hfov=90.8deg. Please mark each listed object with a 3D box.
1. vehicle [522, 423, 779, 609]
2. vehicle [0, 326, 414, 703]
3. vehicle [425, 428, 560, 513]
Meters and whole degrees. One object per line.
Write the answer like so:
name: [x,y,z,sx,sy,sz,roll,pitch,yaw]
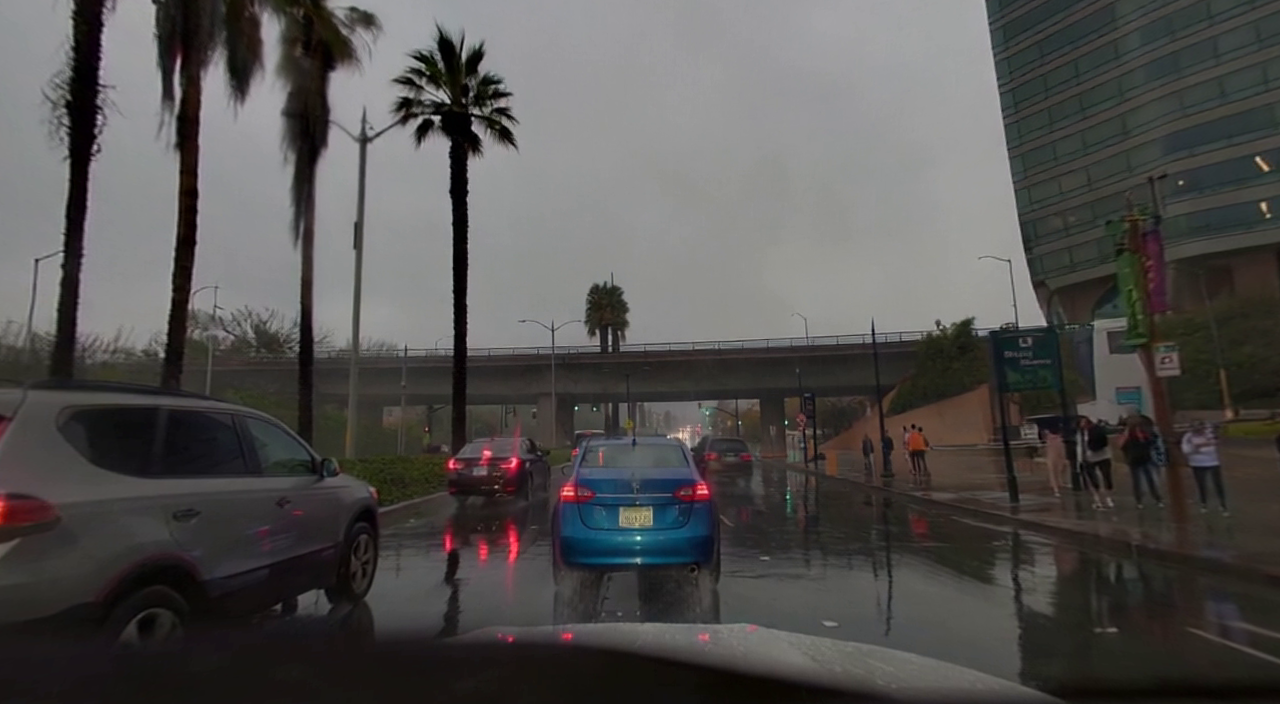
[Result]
vehicle: [0.053,1.614,7.152,2.036,1.461,4.129,0,-8,-1]
vehicle: [-3.266,1.036,3.940,2.014,1.740,4.359,0,-8,1]
vehicle: [-3.135,2.609,14.385,1.955,1.637,4.032,0,-8,2]
